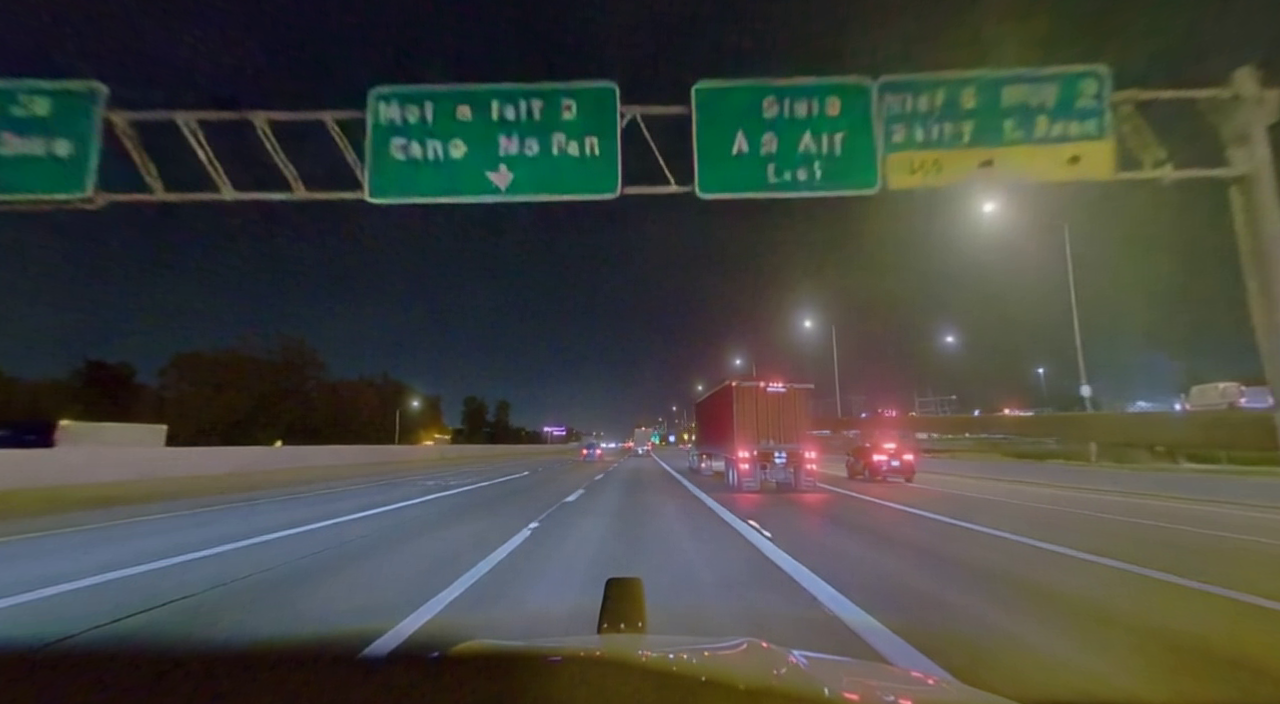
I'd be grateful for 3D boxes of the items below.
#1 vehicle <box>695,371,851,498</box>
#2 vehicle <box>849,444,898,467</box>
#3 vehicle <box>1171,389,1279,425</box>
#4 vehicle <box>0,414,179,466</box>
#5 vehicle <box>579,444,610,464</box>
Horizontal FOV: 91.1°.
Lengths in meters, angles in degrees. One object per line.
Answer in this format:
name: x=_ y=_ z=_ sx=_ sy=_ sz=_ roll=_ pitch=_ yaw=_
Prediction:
vehicle: x=4.006 y=2.969 z=22.156 sx=3.049 sy=3.395 sz=10.595 roll=0 pitch=-9 yaw=-1
vehicle: x=17.458 y=7.757 z=47.071 sx=2.021 sy=1.549 sz=4.322 roll=1 pitch=-9 yaw=0
vehicle: x=28.545 y=2.713 z=30.309 sx=1.928 sy=1.603 sz=4.315 roll=1 pitch=-7 yaw=-2
vehicle: x=-34.406 y=5.462 z=38.511 sx=2.707 sy=2.682 sz=12.974 roll=0 pitch=-8 yaw=-1
vehicle: x=-3.572 y=8.086 z=49.882 sx=2.143 sy=1.529 sz=4.918 roll=0 pitch=-9 yaw=-1
